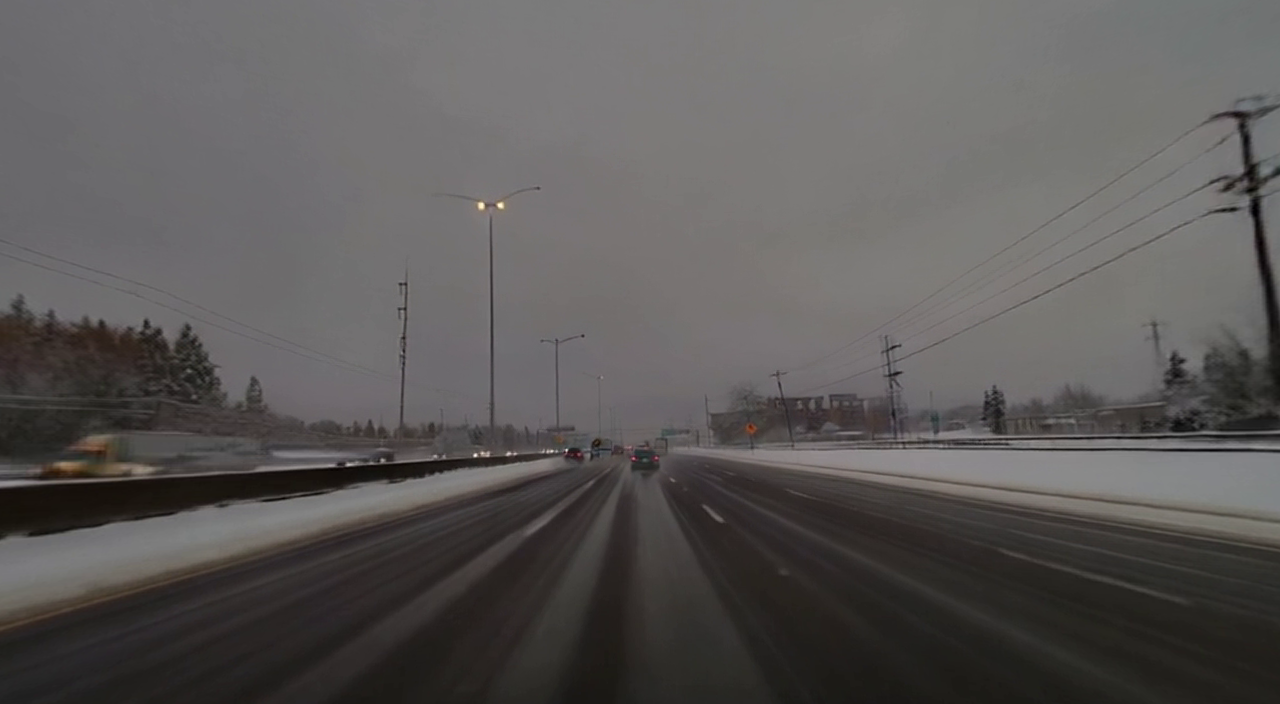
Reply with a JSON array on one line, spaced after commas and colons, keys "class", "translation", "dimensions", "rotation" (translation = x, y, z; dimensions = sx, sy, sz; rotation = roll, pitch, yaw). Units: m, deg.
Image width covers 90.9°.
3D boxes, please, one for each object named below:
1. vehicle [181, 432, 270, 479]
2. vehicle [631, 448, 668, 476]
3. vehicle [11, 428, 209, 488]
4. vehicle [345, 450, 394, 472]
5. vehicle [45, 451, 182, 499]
[{"class": "vehicle", "translation": [-30.399, 7.550, 46.544], "dimensions": [2.799, 3.222, 5.239], "rotation": [-1, -7, 1]}, {"class": "vehicle", "translation": [0.474, 5.965, 34.485], "dimensions": [1.891, 1.444, 3.968], "rotation": [0, -8, 0]}, {"class": "vehicle", "translation": [-30.329, 6.110, 36.987], "dimensions": [3.093, 3.028, 9.516], "rotation": [-1, -8, 2]}, {"class": "vehicle", "translation": [-20.388, 8.196, 47.658], "dimensions": [1.865, 1.501, 3.752], "rotation": [-1, -8, 3]}, {"class": "vehicle", "translation": [-16.581, 3.847, 20.080], "dimensions": [1.440, 1.339, 3.287], "rotation": [-1, -9, 2]}]
